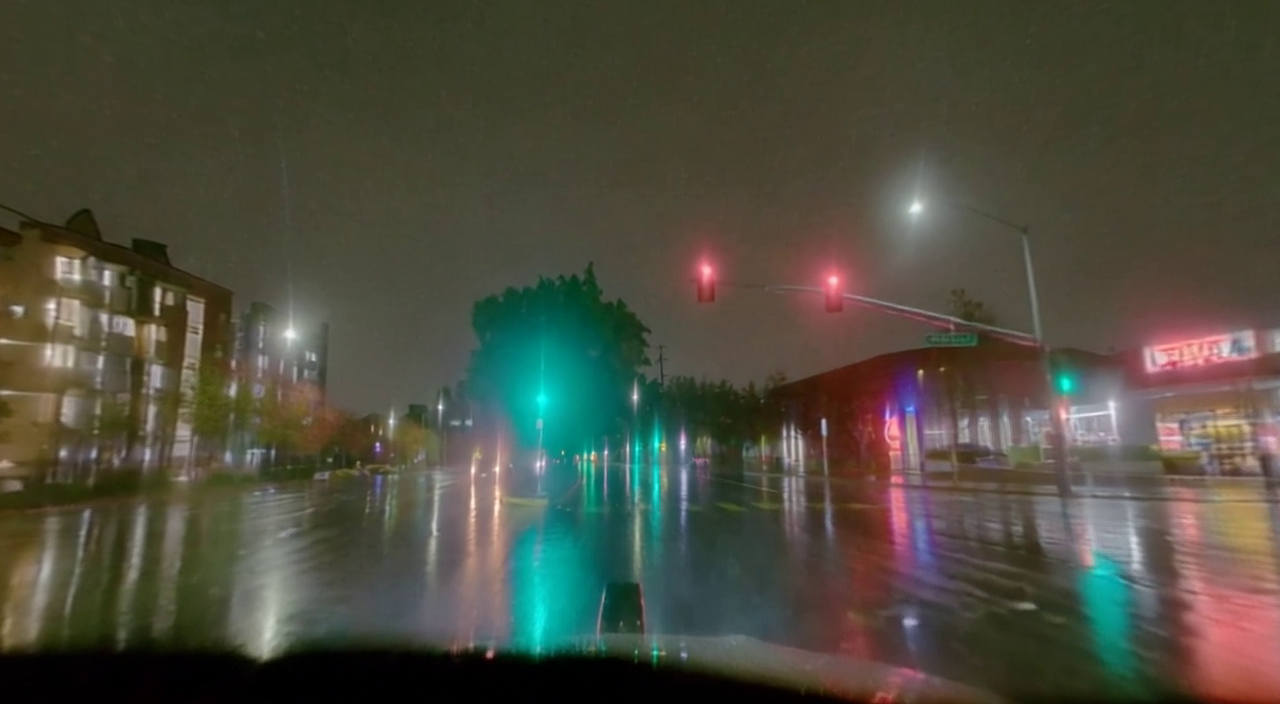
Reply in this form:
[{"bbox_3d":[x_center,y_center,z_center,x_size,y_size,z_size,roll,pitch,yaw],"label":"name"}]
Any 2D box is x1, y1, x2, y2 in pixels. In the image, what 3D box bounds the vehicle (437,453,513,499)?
[{"bbox_3d":[-6.031,4.558,23.620,1.894,1.474,4.332,0,-8,-4],"label":"vehicle"}]
